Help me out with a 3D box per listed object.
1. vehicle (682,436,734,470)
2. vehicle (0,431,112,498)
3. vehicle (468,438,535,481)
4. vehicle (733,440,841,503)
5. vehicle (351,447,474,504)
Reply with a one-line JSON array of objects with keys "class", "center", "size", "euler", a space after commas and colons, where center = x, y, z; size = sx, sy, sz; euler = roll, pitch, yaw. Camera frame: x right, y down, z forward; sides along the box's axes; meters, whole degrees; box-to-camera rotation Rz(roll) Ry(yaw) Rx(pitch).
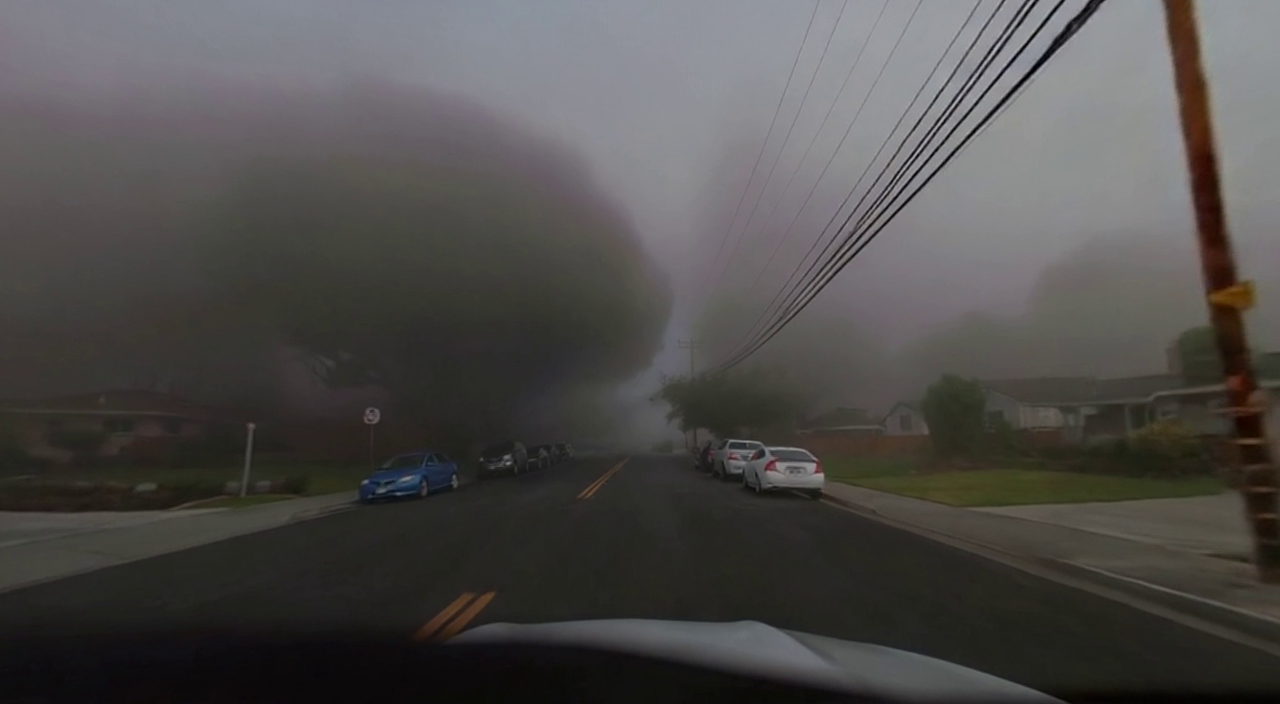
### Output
[{"class": "vehicle", "center": [3.658, 5.587, 35.113], "size": [2.178, 1.757, 5.495], "euler": [0, -9, -1]}, {"class": "vehicle", "center": [-17.816, 3.138, 17.802], "size": [1.925, 1.750, 4.489], "euler": [0, -9, 0]}, {"class": "vehicle", "center": [-6.315, 4.942, 29.302], "size": [2.031, 1.799, 4.587], "euler": [0, -9, 0]}, {"class": "vehicle", "center": [3.666, 3.060, 16.614], "size": [1.763, 1.432, 4.323], "euler": [0, -9, -1]}, {"class": "vehicle", "center": [-6.454, 3.520, 18.553], "size": [2.031, 1.454, 4.410], "euler": [0, -9, -1]}]
